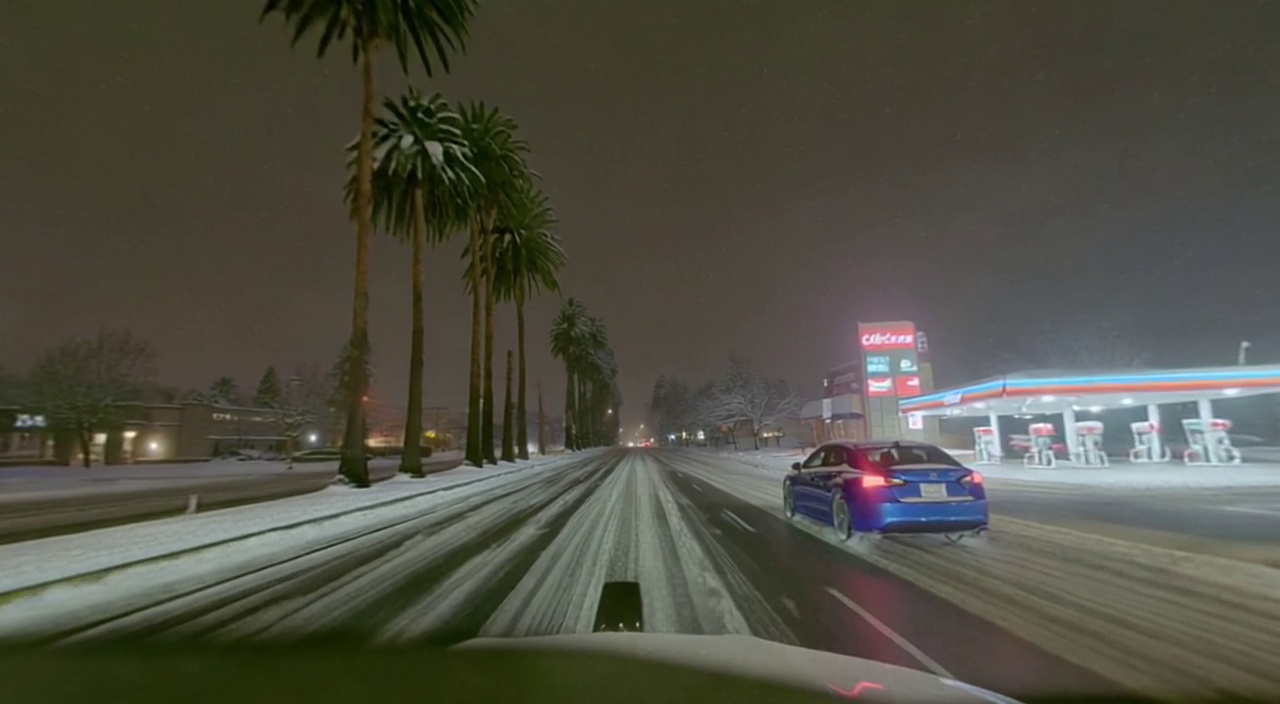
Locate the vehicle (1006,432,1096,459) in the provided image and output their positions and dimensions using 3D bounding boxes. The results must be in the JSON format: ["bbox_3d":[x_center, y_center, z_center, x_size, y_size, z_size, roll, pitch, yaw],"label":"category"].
[{"bbox_3d":[32.329,7.379,49.809,5.339,1.812,2.175,-3,-9,3],"label":"vehicle"}]

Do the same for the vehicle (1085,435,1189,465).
[{"bbox_3d":[28.527,5.627,36.377,4.280,1.637,2.009,0,-9,-2],"label":"vehicle"}]

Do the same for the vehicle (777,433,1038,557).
[{"bbox_3d":[3.624,1.989,9.615,1.978,1.442,4.262,0,-8,-2],"label":"vehicle"}]
